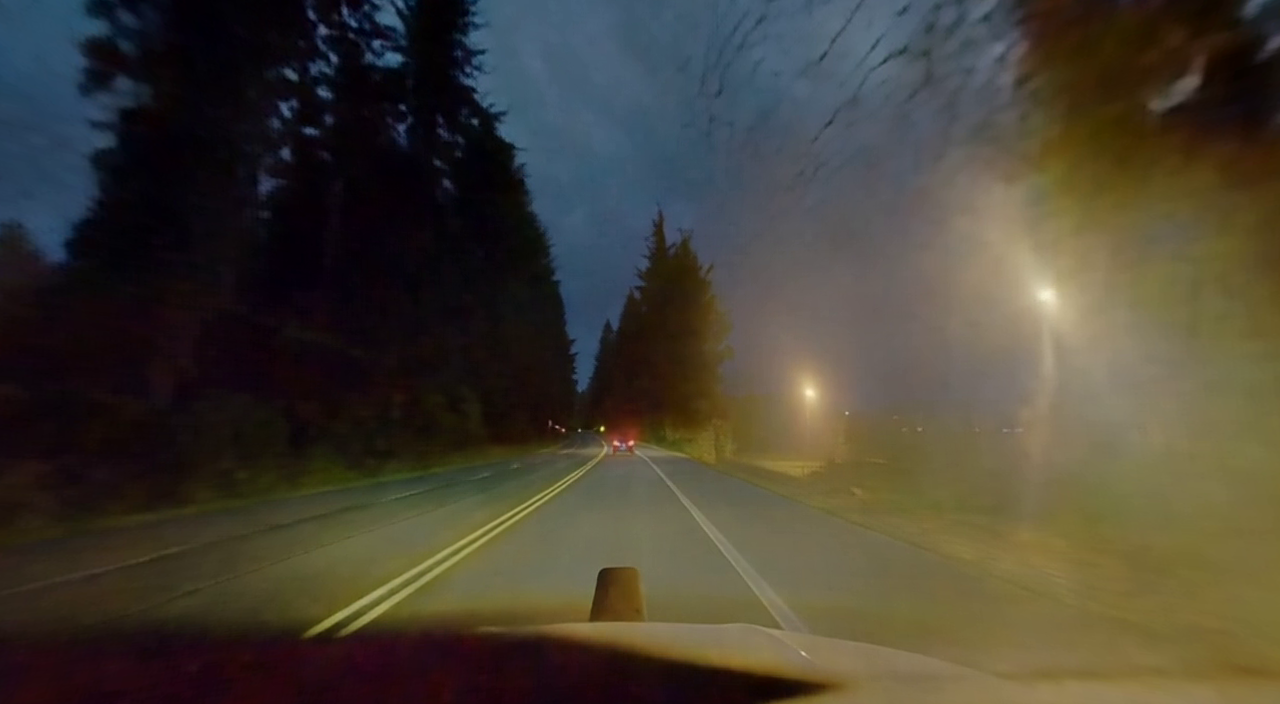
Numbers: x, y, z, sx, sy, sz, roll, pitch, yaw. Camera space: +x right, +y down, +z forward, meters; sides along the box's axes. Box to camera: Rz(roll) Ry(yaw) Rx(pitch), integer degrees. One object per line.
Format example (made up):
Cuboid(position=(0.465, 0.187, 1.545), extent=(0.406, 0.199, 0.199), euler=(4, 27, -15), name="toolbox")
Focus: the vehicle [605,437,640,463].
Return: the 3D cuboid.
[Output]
Cuboid(position=(-1.092, 6.091, 39.445), extent=(2.042, 1.489, 3.963), euler=(0, -8, -2), name="vehicle")
